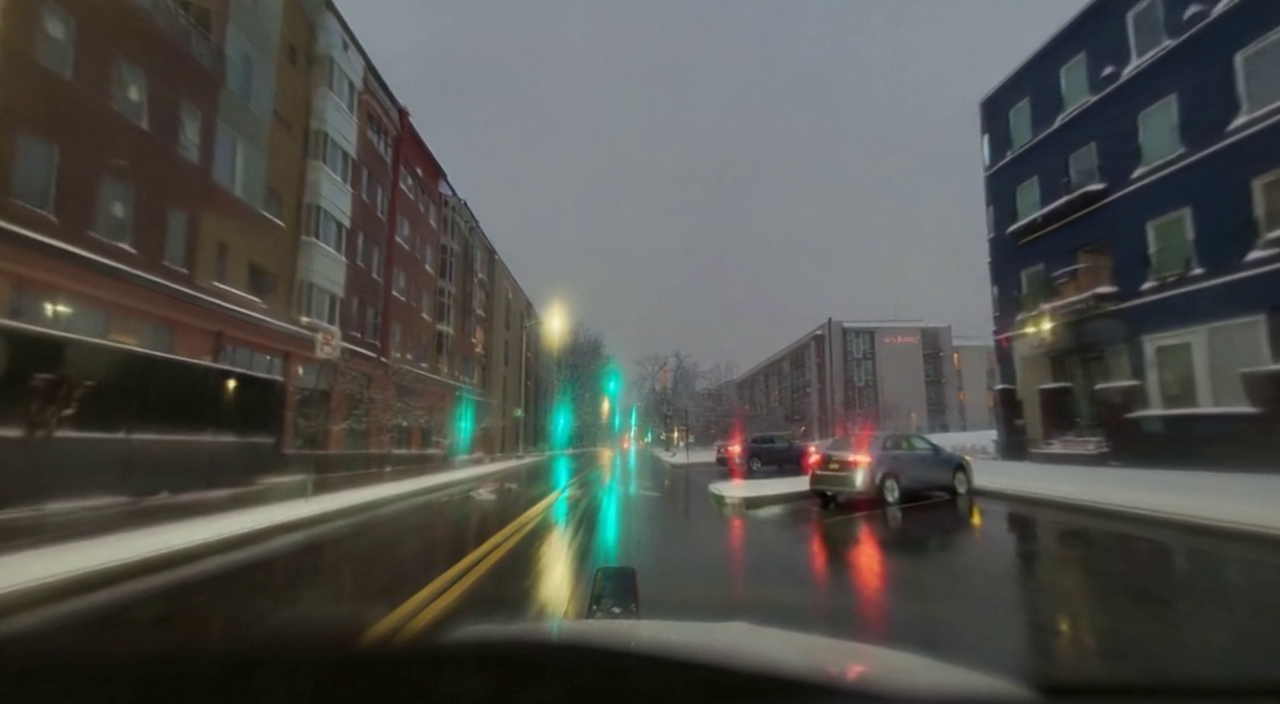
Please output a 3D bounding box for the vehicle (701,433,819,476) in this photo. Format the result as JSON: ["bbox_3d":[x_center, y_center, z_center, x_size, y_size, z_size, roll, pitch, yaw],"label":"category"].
[{"bbox_3d":[4.610,3.889,24.247,4.033,1.514,1.974,3,-9,-24],"label":"vehicle"}]

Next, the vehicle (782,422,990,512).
[{"bbox_3d":[4.926,2.194,12.542,3.844,1.524,1.847,4,-9,-32],"label":"vehicle"}]

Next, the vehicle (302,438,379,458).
[{"bbox_3d":[-19.612,6.294,41.464,2.660,1.211,4.739,-1,-8,2],"label":"vehicle"}]
